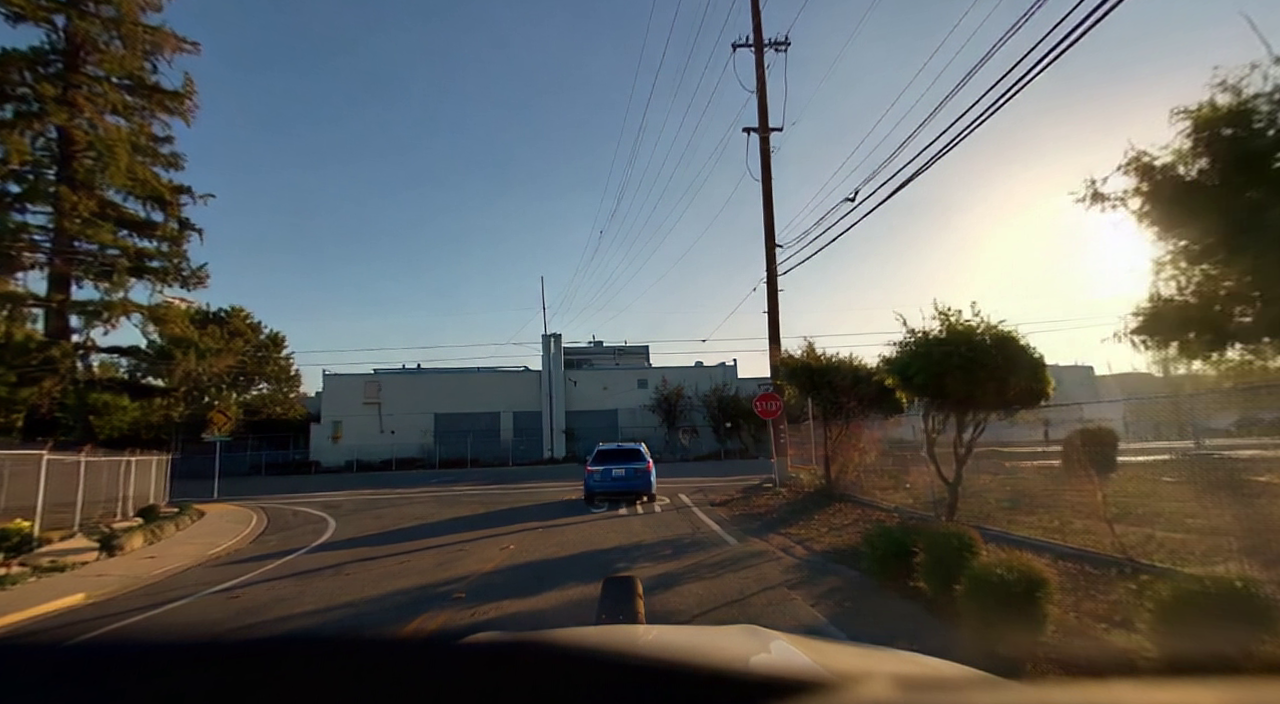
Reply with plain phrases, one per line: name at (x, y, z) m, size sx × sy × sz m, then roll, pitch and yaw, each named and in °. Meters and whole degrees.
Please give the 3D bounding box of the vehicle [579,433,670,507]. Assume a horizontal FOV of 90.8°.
vehicle at (-0.490, 3.084, 16.972) m, size 2.137 × 1.698 × 4.166 m, roll 0°, pitch -8°, yaw -4°
